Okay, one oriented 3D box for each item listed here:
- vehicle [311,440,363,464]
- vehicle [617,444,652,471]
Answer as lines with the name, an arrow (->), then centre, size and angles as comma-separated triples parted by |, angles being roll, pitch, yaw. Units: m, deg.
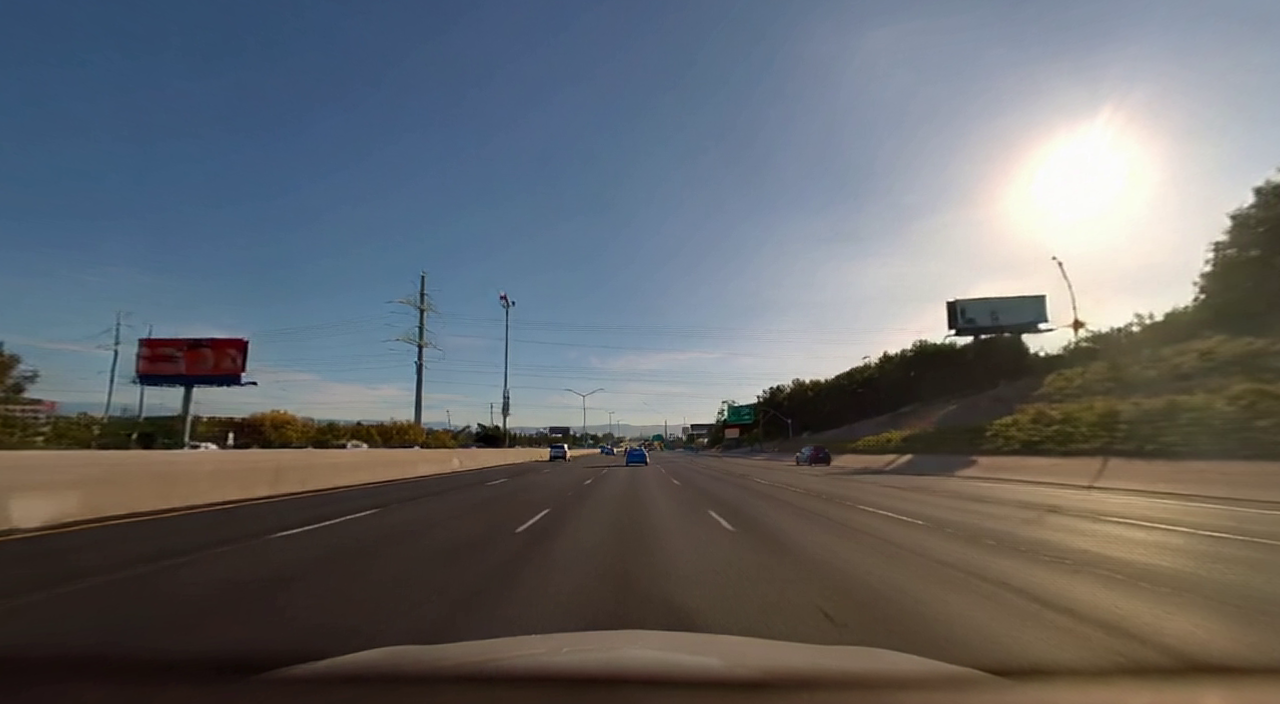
vehicle -> -20.484, 6.769, 42.847 | 1.679, 1.560, 3.637 | 0, -9, 0
vehicle -> -0.361, 6.598, 39.597 | 2.074, 1.574, 3.971 | 0, -9, -1
